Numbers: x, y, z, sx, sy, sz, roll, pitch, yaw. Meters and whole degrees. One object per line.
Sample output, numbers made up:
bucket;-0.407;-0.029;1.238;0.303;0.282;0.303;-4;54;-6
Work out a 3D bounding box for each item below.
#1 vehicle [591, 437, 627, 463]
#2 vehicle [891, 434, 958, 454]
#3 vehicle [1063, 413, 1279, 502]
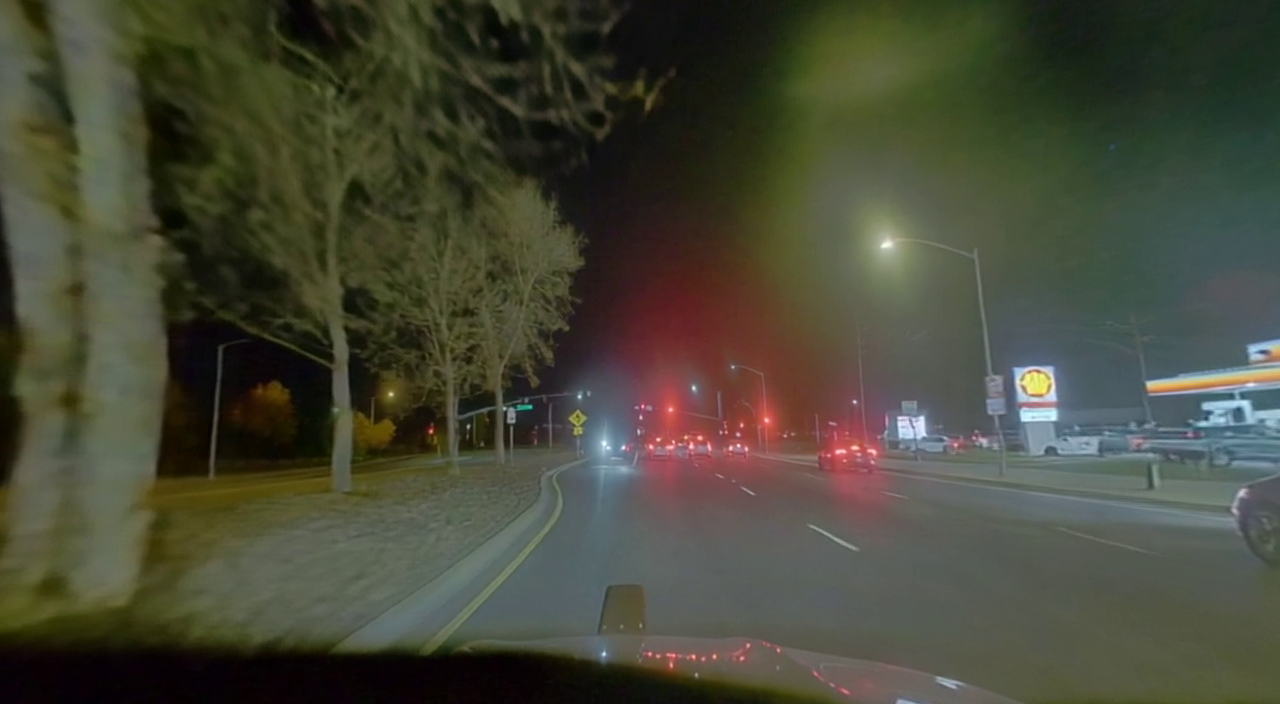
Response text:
vehicle;-1.839;5.852;37.615;2.032;1.461;4.173;1;-9;-2
vehicle;21.975;7.156;48.841;1.784;1.472;4.532;5;-10;-26
vehicle;12.816;2.345;14.179;4.960;1.802;2.068;-3;-9;17
